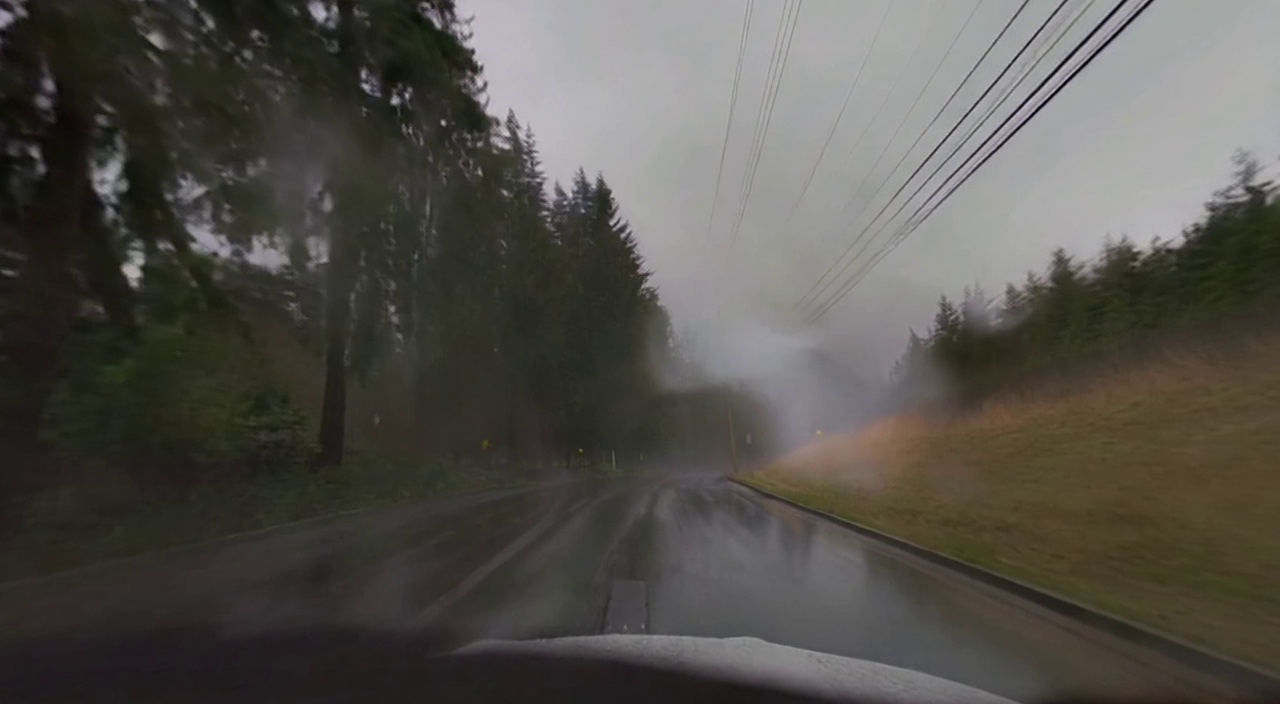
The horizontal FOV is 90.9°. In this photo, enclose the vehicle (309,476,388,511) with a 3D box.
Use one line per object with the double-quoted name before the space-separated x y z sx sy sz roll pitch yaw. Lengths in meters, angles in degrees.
"vehicle" -16.322 7.866 35.279 4.043 1.673 1.970 -5 -10 30
